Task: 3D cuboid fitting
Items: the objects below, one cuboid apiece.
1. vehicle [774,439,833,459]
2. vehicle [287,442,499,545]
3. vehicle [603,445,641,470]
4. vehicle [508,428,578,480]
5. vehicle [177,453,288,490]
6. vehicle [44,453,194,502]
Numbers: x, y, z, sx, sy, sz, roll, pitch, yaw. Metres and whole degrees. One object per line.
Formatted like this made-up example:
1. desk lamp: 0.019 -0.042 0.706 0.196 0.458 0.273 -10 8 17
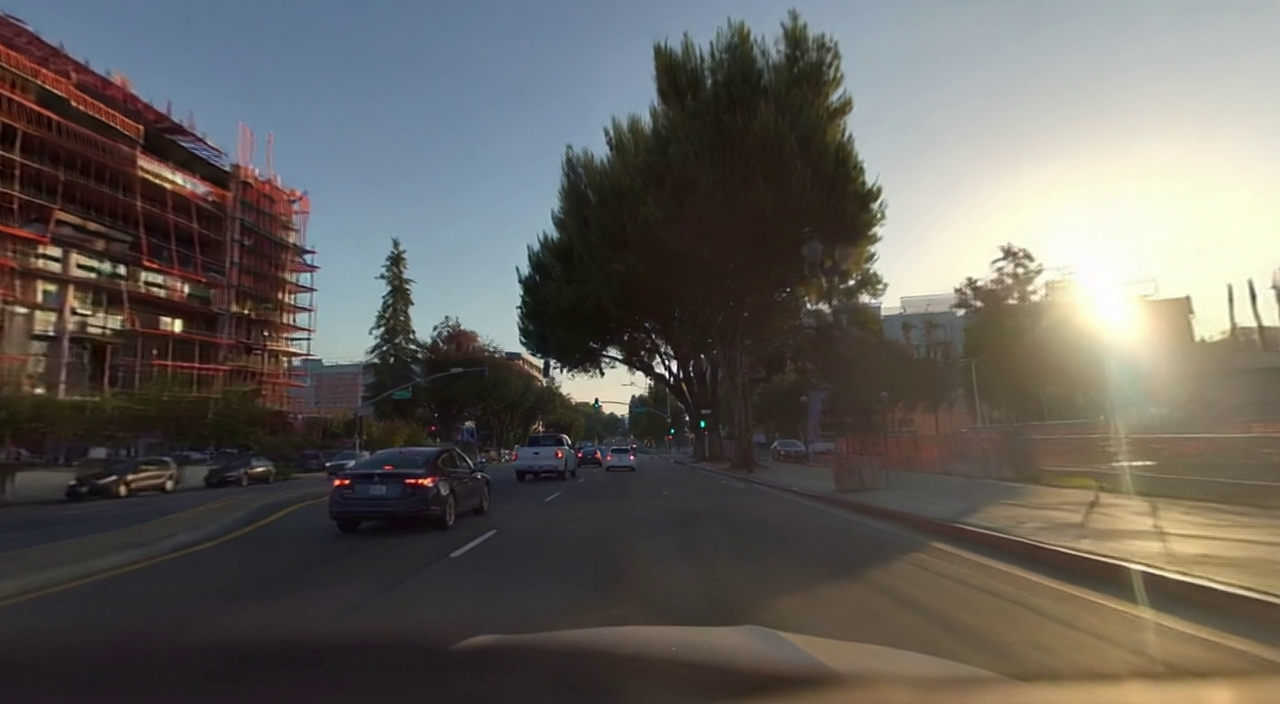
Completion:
1. vehicle: 12.730 7.580 49.175 4.061 1.465 1.803 2 -9 -19
2. vehicle: -3.954 2.324 11.102 1.959 1.406 4.527 0 -9 -1
3. vehicle: -1.073 6.472 38.939 2.171 1.422 4.146 0 -9 -1
4. vehicle: -4.071 4.401 27.369 2.240 2.054 4.662 0 -9 1
5. vehicle: -19.830 5.815 31.030 1.993 1.552 5.039 -1 -9 2
6. vehicle: -19.870 4.750 24.352 2.029 1.637 4.338 0 -9 0
